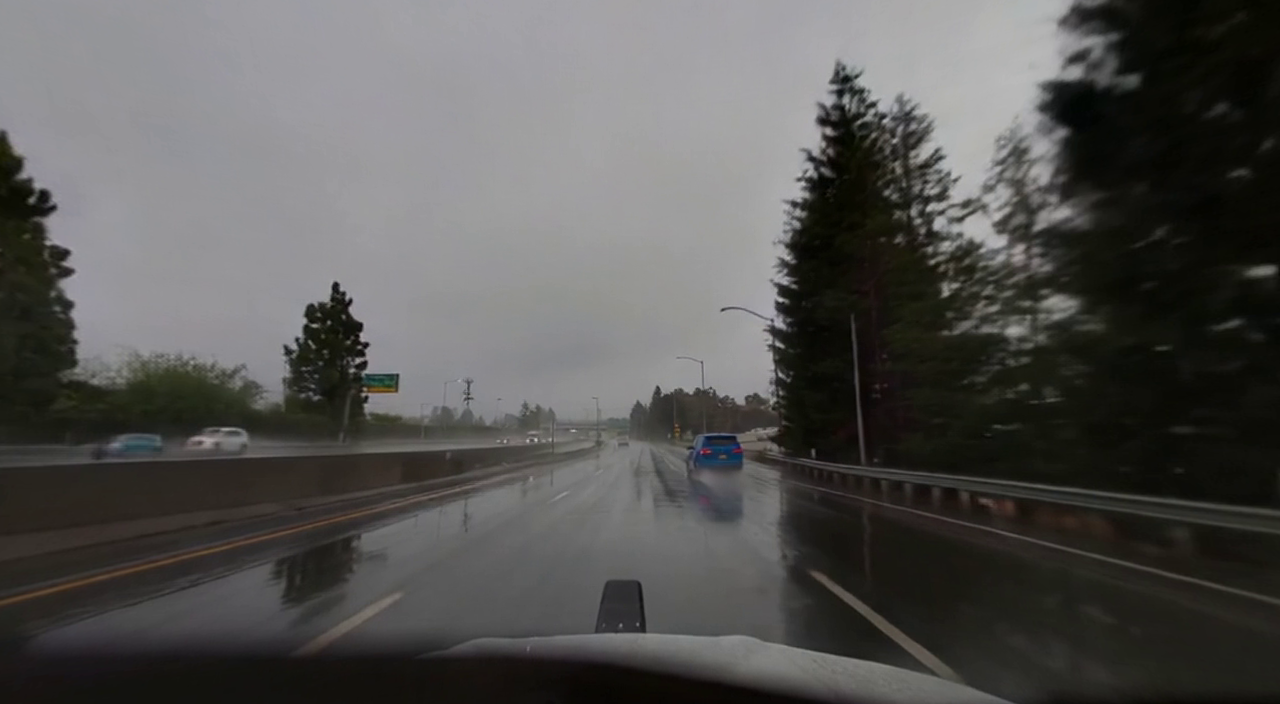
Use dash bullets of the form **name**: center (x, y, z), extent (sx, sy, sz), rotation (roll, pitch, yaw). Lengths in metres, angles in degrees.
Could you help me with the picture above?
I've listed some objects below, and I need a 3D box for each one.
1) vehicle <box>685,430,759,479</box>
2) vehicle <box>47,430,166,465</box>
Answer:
- **vehicle**: center (3.178, 4.143, 25.681), extent (2.296, 1.790, 5.067), rotation (0, -8, -1)
- **vehicle**: center (-24.911, 4.493, 29.594), extent (1.784, 1.498, 3.962), rotation (-1, -9, 7)
